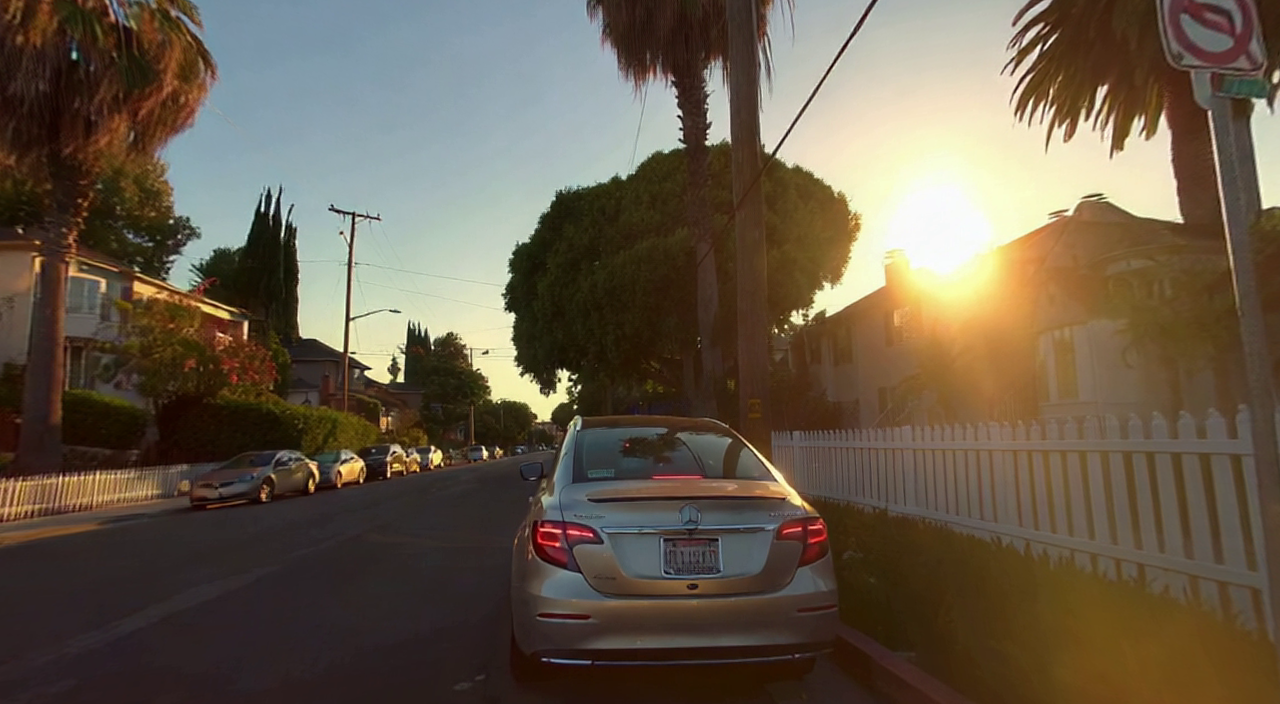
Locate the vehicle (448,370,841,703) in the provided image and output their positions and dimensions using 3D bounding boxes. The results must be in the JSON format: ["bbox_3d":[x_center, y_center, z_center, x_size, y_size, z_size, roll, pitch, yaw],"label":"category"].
[{"bbox_3d":[-0.135,1.218,4.996,1.894,1.695,3.795,1,-8,-5],"label":"vehicle"}]

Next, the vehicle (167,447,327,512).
[{"bbox_3d":[-11.402,3.665,18.791,2.017,1.627,5.039,1,-8,-7],"label":"vehicle"}]

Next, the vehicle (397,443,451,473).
[{"bbox_3d":[-13.181,6.464,38.702,2.060,1.689,4.999,1,-8,-7],"label":"vehicle"}]

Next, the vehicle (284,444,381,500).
[{"bbox_3d":[-12.163,4.712,25.262,2.048,1.485,4.757,-4,-4,-7],"label":"vehicle"}]
